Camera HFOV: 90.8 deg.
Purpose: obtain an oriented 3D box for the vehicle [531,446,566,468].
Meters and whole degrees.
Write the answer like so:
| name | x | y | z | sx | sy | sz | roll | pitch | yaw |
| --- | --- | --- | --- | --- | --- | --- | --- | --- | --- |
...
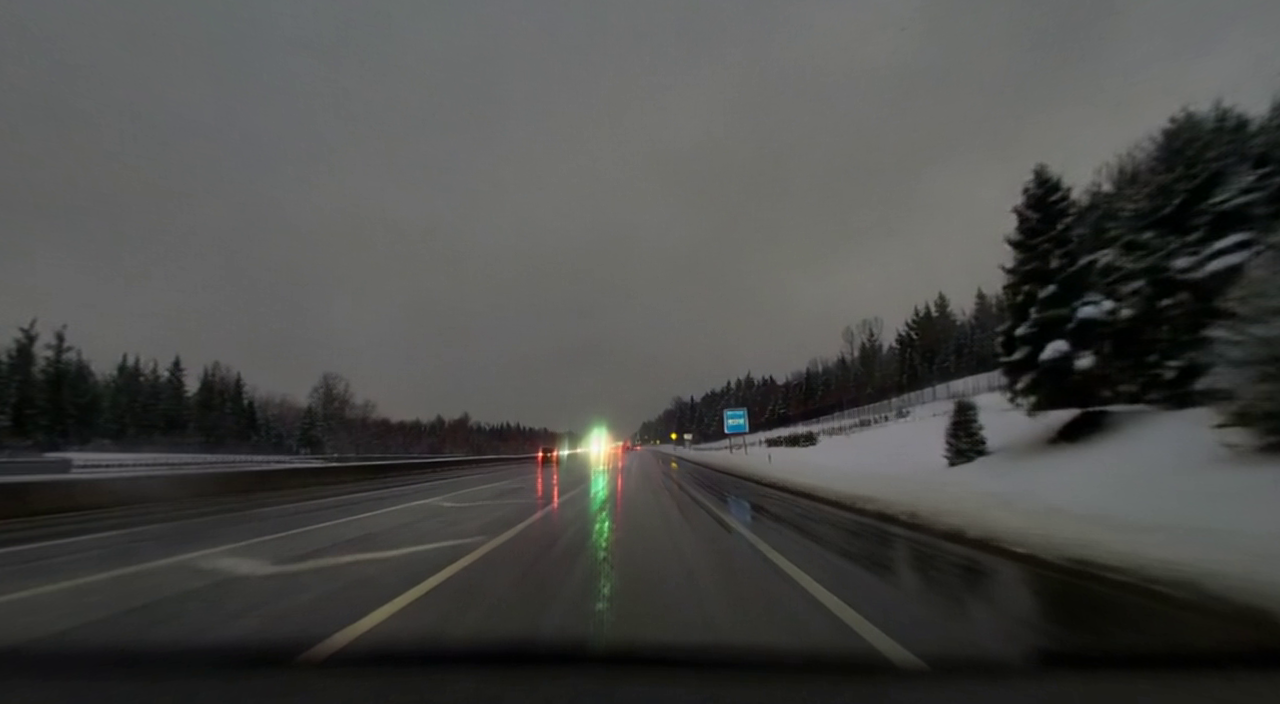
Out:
| name | x | y | z | sx | sy | sz | roll | pitch | yaw |
| --- | --- | --- | --- | --- | --- | --- | --- | --- | --- |
| vehicle | -7.114 | 8.209 | 49.458 | 2.098 | 1.606 | 4.227 | 0 | -9 | 1 |
